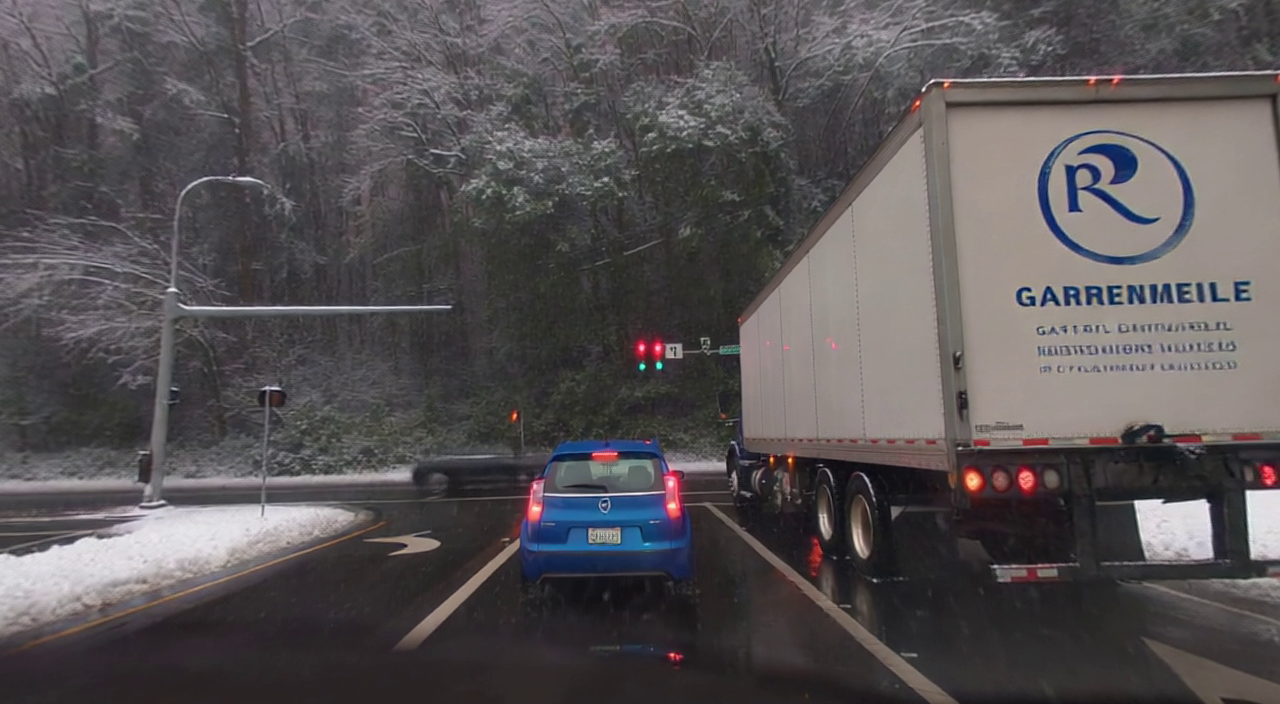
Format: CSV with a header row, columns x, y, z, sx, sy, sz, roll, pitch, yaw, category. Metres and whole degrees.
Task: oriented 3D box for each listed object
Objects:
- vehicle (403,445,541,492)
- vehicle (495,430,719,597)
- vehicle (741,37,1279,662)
x,y,z,sx,sy,sz,roll,pitch,yaw,category
-6.242,4.376,23.989,4.839,1.659,1.877,1,-9,-8,vehicle
-0.329,1.709,7.424,1.975,1.457,3.526,0,-9,-1,vehicle
3.515,0.595,8.575,2.884,3.753,9.763,0,-9,2,vehicle
